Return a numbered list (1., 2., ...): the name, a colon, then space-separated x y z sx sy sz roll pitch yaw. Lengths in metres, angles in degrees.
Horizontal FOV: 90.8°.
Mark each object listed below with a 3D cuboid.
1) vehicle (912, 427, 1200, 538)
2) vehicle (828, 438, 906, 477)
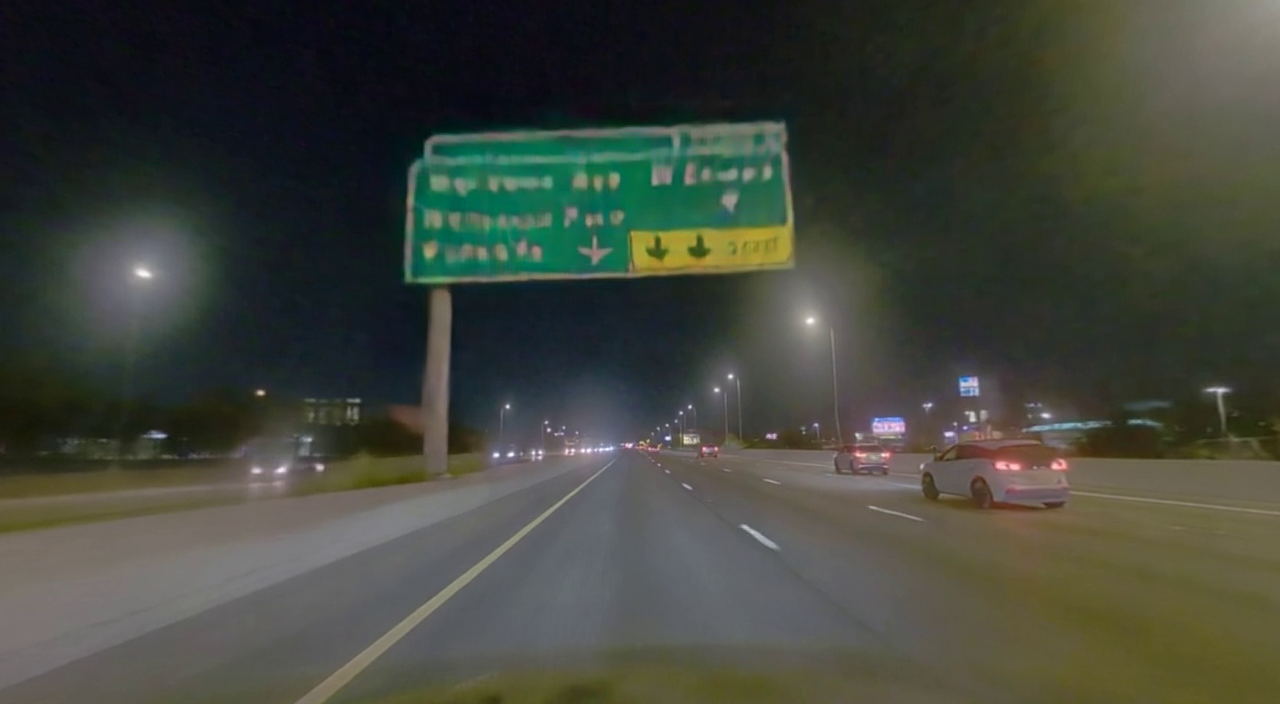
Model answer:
1. vehicle: 6.995 2.221 11.440 1.901 1.548 4.684 0 -8 -2
2. vehicle: 10.853 5.056 30.561 2.068 1.680 4.361 -1 -8 0
